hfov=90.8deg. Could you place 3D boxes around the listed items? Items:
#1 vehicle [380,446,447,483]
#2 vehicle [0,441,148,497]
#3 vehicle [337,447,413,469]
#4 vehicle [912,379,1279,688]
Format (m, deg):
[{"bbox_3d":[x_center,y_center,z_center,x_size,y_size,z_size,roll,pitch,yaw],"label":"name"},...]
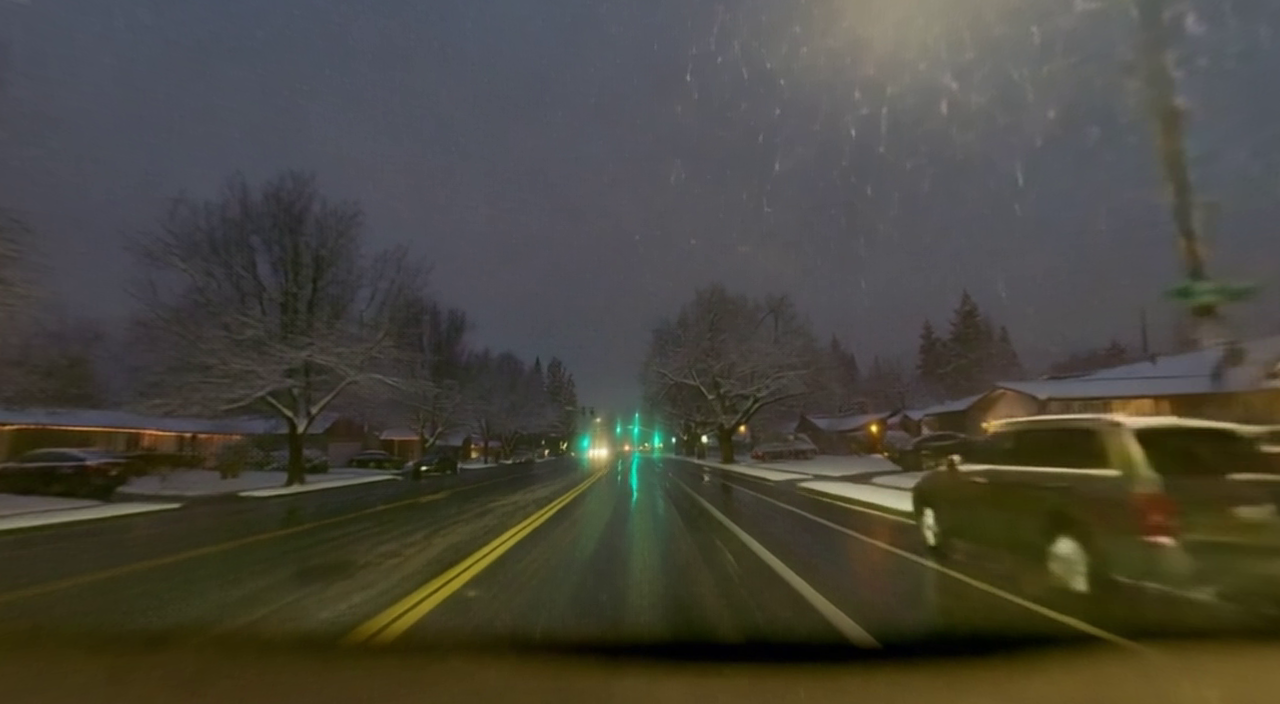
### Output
[{"bbox_3d":[-12.564,6.241,35.346,2.003,1.804,4.554,-1,-7,1],"label":"vehicle"},{"bbox_3d":[-20.863,4.165,22.625,4.698,1.862,2.116,-1,-9,3],"label":"vehicle"},{"bbox_3d":[-20.895,8.354,49.895,4.971,1.664,2.273,0,-9,-1],"label":"vehicle"},{"bbox_3d":[4.814,1.408,6.065,2.196,1.801,4.778,0,-9,-1],"label":"vehicle"}]
